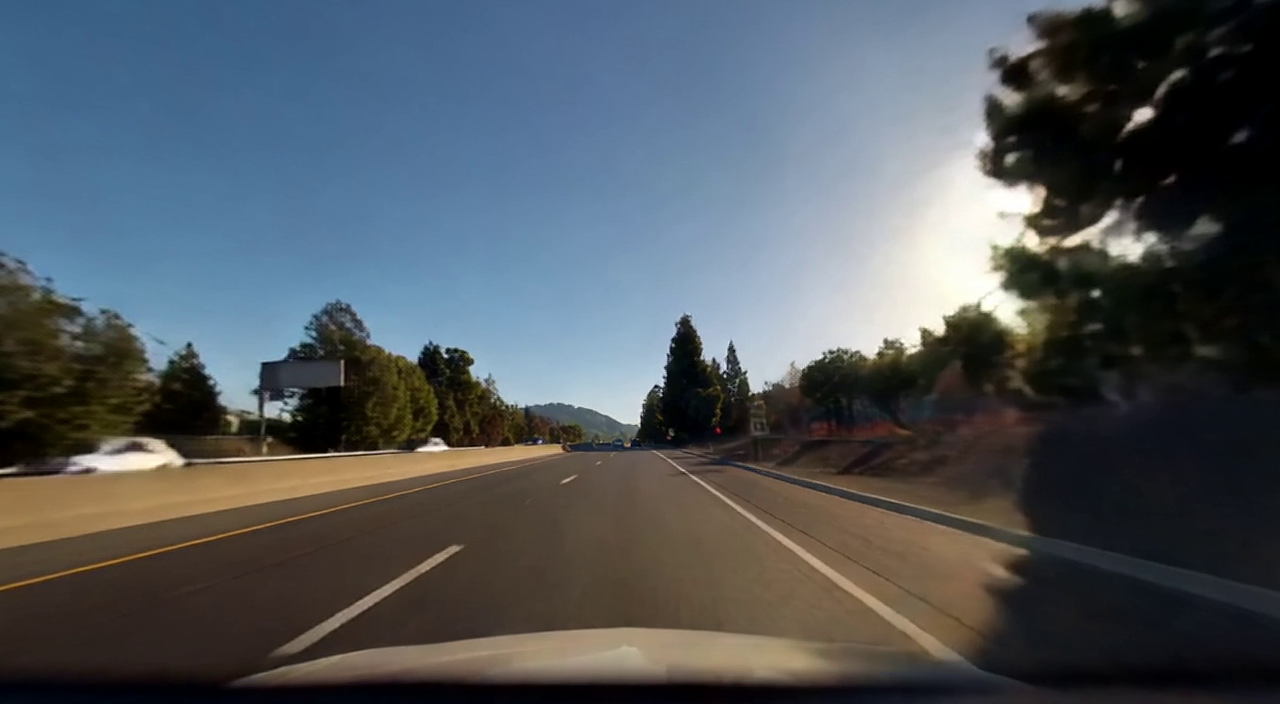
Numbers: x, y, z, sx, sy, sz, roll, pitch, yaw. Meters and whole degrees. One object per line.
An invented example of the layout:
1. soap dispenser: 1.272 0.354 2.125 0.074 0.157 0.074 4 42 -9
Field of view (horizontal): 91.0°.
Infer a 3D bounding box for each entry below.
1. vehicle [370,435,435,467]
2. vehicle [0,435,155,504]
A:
1. vehicle: -12.771 5.312 34.070 1.843 1.593 4.195 0 -8 0
2. vehicle: -16.217 3.179 17.557 1.914 1.668 4.316 0 -8 0
